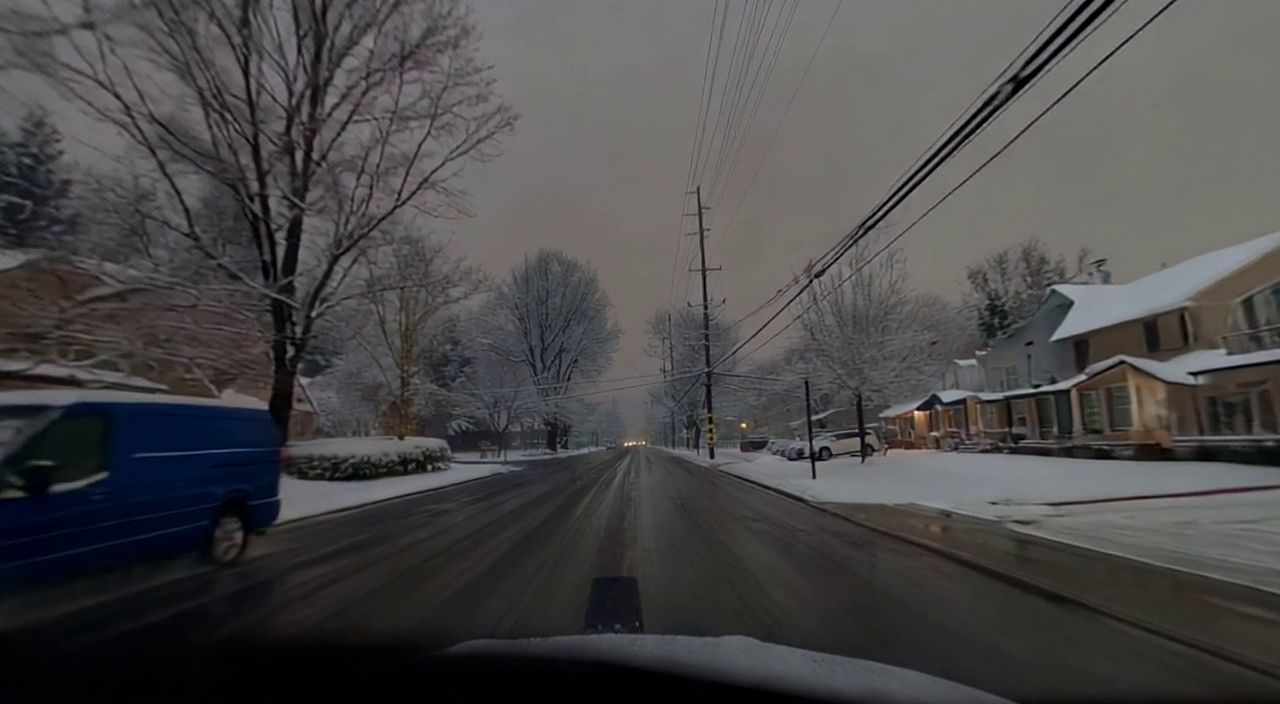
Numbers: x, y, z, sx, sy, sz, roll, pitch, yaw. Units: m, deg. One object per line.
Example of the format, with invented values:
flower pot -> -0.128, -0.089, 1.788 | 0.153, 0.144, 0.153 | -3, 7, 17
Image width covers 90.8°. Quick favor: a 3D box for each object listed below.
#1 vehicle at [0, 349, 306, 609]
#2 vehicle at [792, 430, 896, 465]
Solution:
vehicle -> -5.812, 1.159, 6.002 | 2.263, 1.915, 5.071 | -2, -9, 3
vehicle -> 10.873, 5.139, 33.914 | 4.902, 1.794, 1.975 | -1, -8, 3
